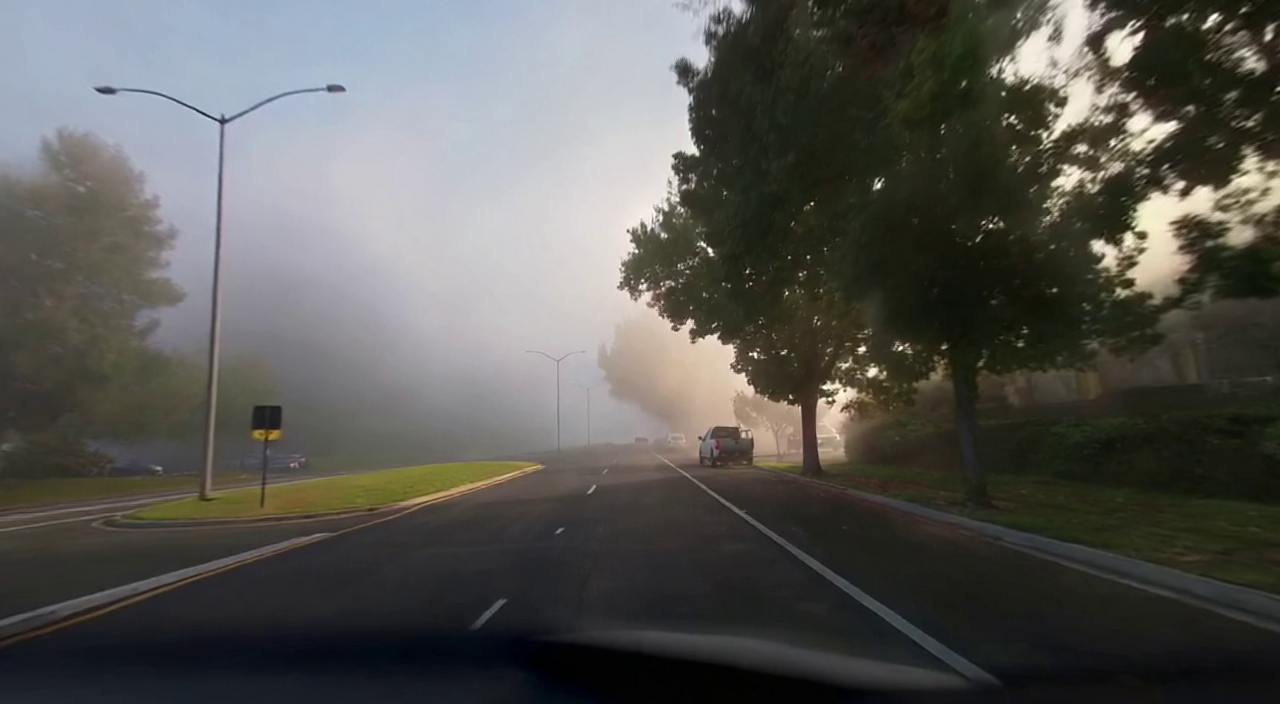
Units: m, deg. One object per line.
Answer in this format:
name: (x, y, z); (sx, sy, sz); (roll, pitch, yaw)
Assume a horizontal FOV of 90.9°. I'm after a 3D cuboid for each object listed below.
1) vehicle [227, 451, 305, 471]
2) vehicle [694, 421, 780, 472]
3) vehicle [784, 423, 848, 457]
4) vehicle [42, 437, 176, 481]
vehicle: (-29.051, 8.486, 49.063); (4.719, 1.433, 1.995); (1, -8, -5)
vehicle: (3.888, 3.960, 26.575); (2.493, 1.896, 5.433); (0, -8, -3)
vehicle: (11.146, 5.616, 40.429); (2.197, 1.923, 5.799); (2, -8, -3)
vehicle: (-35.289, 7.091, 42.092); (6.147, 2.763, 2.919); (0, -8, -2)
